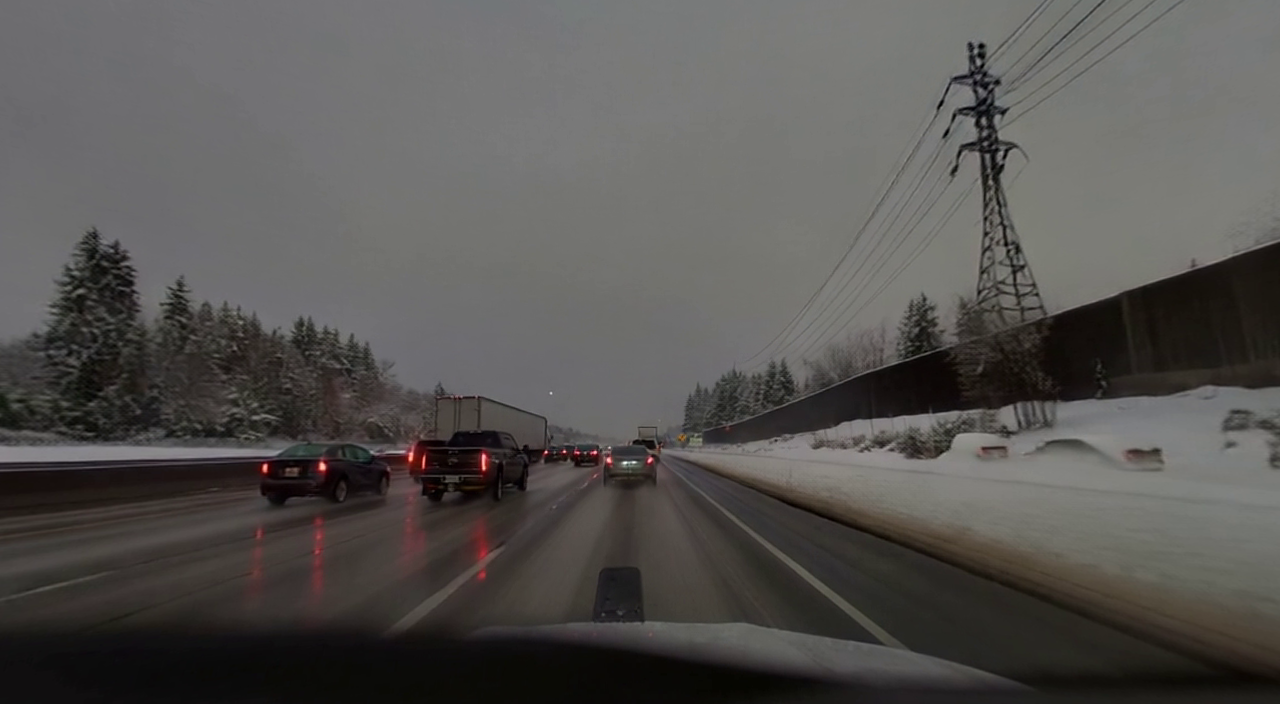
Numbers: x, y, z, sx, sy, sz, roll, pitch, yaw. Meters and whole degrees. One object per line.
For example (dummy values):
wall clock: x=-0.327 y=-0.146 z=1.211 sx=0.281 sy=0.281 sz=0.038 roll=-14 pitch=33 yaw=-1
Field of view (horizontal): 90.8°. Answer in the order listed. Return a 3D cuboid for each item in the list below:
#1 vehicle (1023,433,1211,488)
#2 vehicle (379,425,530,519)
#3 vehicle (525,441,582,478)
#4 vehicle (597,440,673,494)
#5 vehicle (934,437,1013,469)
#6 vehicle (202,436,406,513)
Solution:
vehicle: x=14.262 y=3.270 z=19.365 sx=1.949 sy=1.472 sz=4.795 roll=0 pitch=-9 yaw=-1
vehicle: x=-3.796 y=2.528 z=13.841 sx=1.923 sy=1.716 sz=4.289 roll=0 pitch=-8 yaw=1
vehicle: x=-3.730 y=4.747 z=28.080 sx=1.870 sy=1.485 sz=4.304 roll=0 pitch=-8 yaw=1
vehicle: x=-0.157 y=3.472 z=19.461 sx=2.089 sy=1.477 sz=3.818 roll=0 pitch=-8 yaw=-1
vehicle: x=17.919 y=5.438 z=34.181 sx=1.936 sy=1.591 sz=4.362 roll=0 pitch=-9 yaw=1
vehicle: x=-7.628 y=2.816 z=15.086 sx=2.165 sy=1.511 sz=4.810 roll=0 pitch=-8 yaw=1
